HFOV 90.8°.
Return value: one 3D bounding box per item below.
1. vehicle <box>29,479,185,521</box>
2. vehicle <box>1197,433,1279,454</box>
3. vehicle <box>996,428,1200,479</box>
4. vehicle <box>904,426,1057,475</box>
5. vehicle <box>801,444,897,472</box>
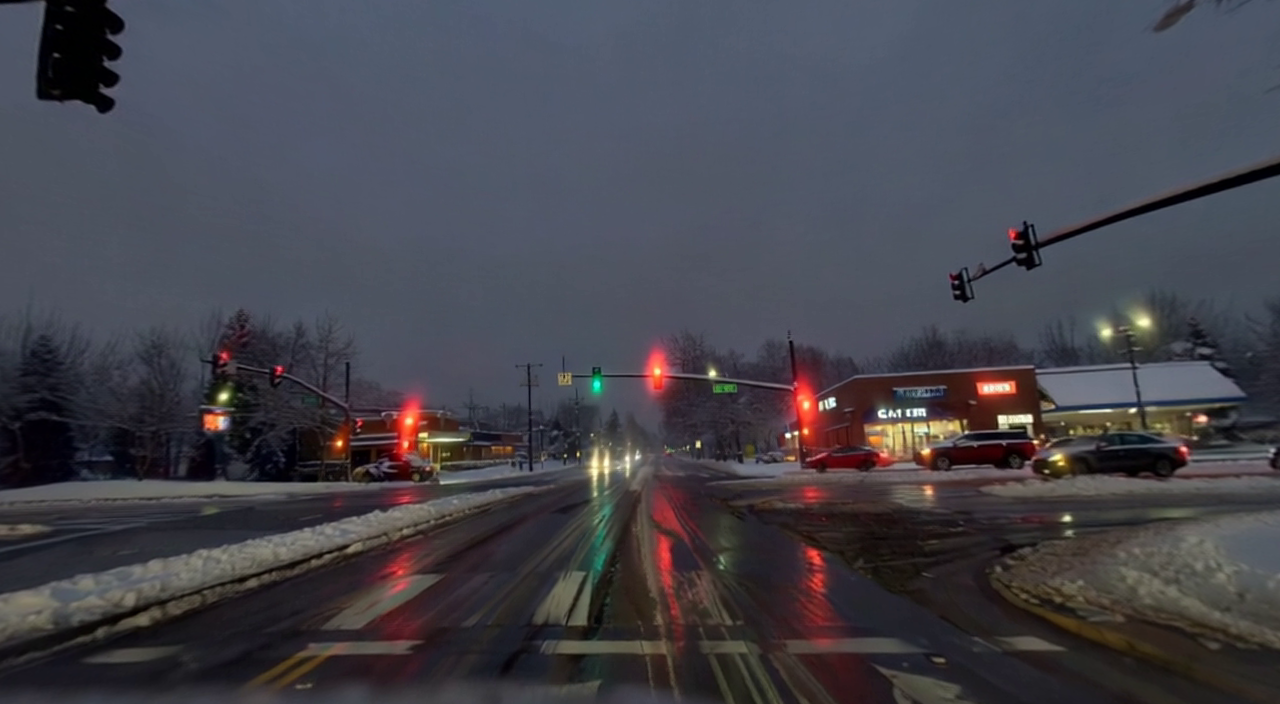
[{"bbox_3d":[-21.161,5.850,25.174,4.676,1.463,1.909,-1,-8,6],"label":"vehicle"},{"bbox_3d":[42.044,6.439,44.448,4.347,1.446,1.777,1,-9,-10],"label":"vehicle"},{"bbox_3d":[14.356,3.232,20.205,4.835,1.487,1.913,-3,-9,20],"label":"vehicle"},{"bbox_3d":[13.000,3.824,24.519,4.916,1.730,1.986,-4,-9,21],"label":"vehicle"},{"bbox_3d":[11.562,5.857,35.018,4.728,1.468,2.083,-5,-9,27],"label":"vehicle"}]
